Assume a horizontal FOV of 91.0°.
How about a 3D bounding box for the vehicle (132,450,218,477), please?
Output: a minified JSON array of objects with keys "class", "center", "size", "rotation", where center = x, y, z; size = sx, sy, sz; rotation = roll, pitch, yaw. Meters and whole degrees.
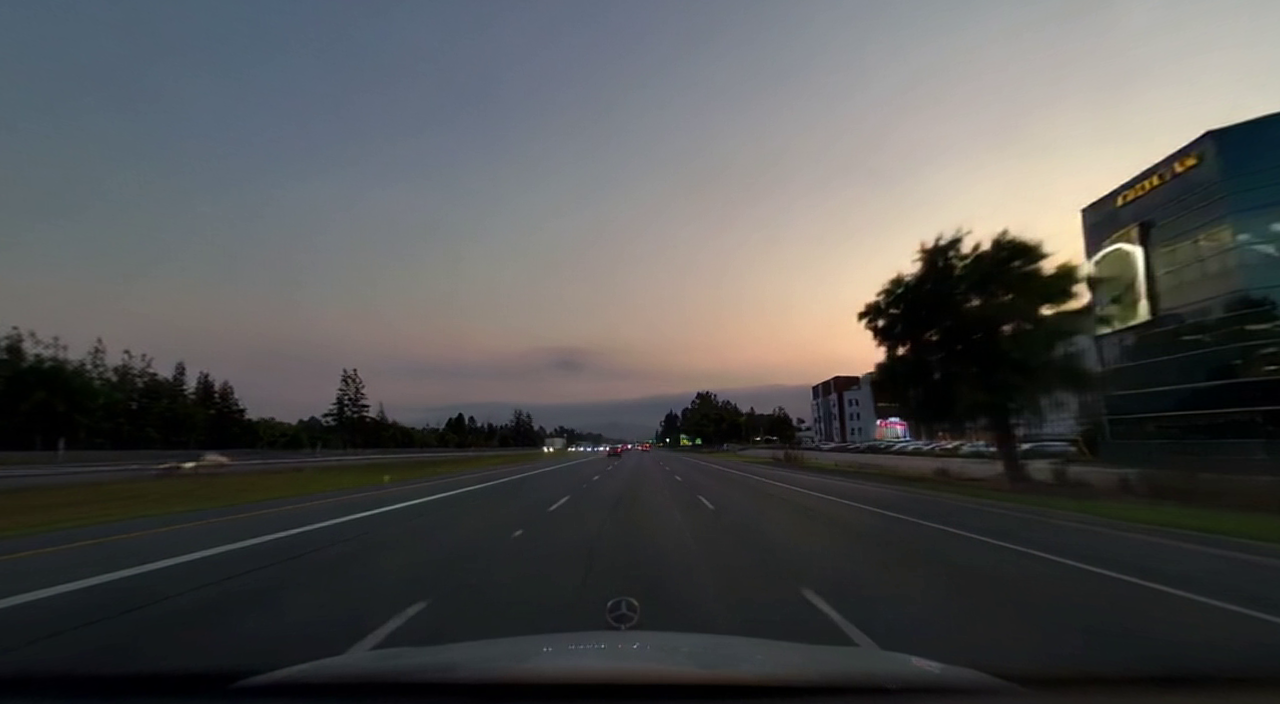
[{"class":"vehicle","center":[-28.797,6.897,39.161],"size":[1.859,1.499,4.471],"rotation":[0,-9,1]}]
